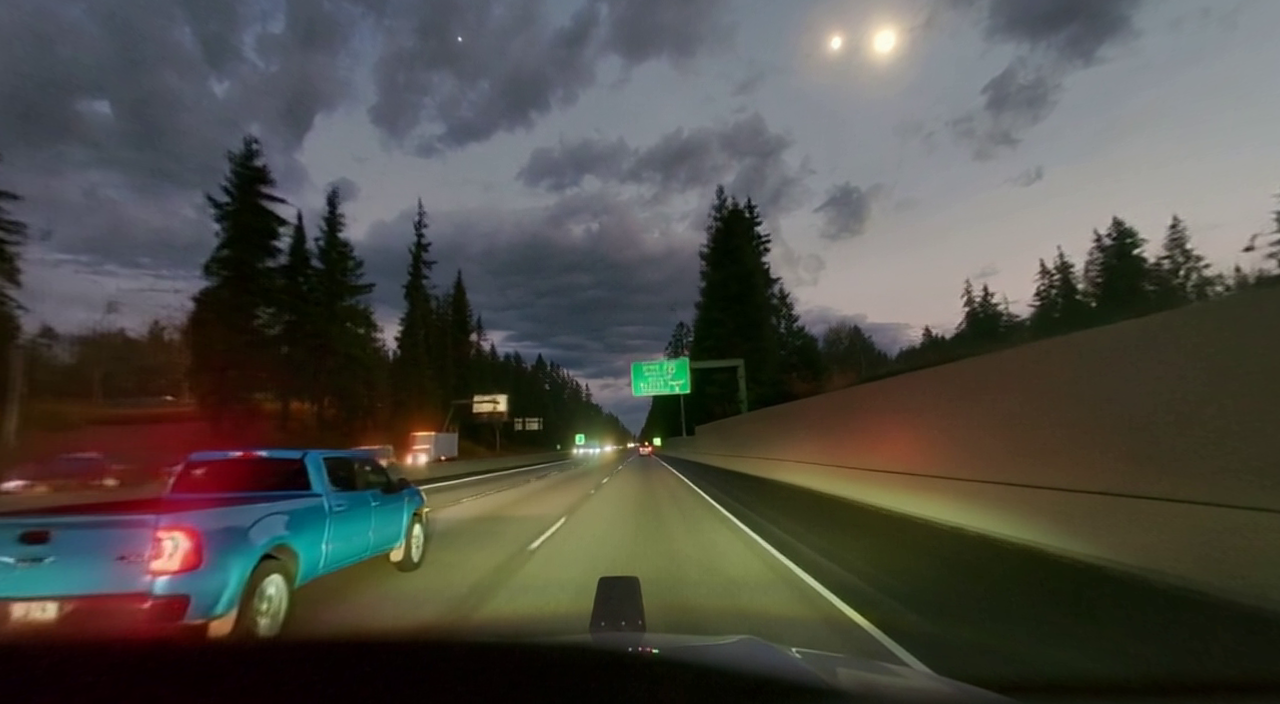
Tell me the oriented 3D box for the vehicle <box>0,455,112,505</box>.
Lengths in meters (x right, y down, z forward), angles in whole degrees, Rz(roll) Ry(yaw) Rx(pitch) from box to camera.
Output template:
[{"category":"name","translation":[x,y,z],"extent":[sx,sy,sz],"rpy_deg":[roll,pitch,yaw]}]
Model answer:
[{"category":"vehicle","translation":[-23.292,4.840,23.931],"extent":[2.056,1.728,5.167],"rpy_deg":[-3,-9,0]}]

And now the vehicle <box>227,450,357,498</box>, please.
[{"category":"vehicle","translation":[-14.779,5.177,27.321],"extent":[2.297,1.762,5.728],"rpy_deg":[0,-8,1]}]
